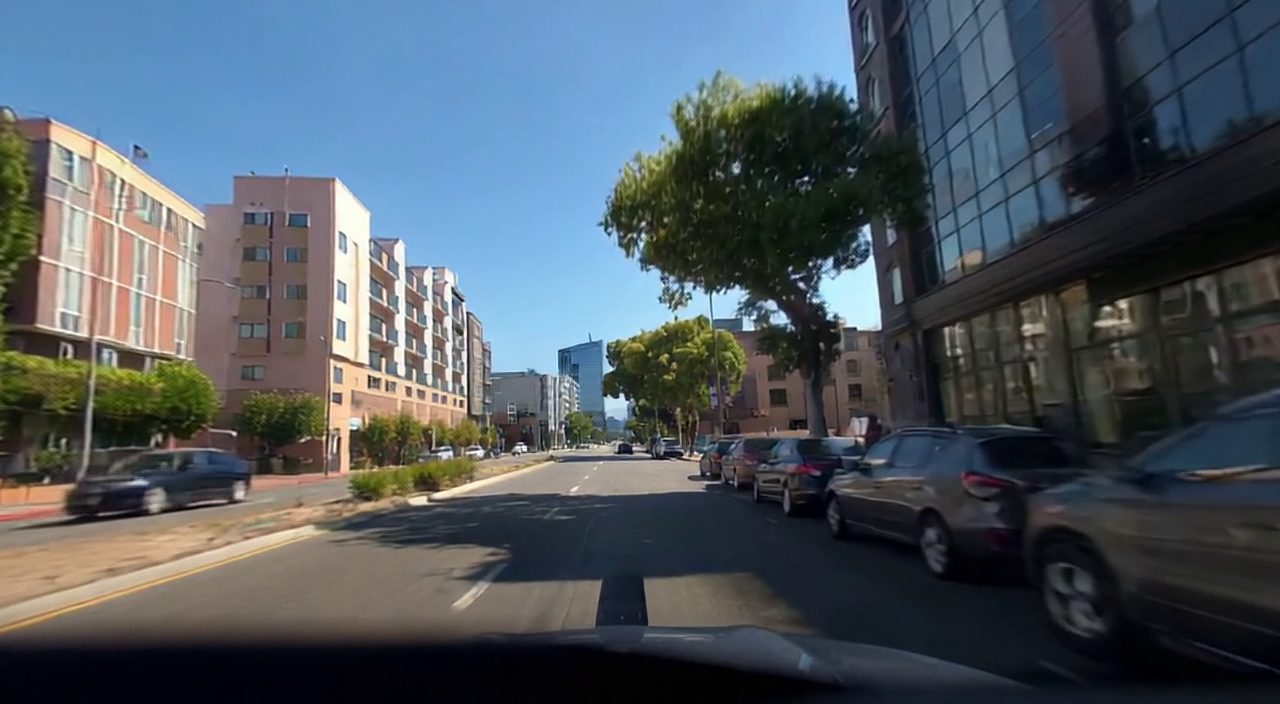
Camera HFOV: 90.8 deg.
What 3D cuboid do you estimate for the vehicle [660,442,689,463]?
[{"bbox_3d":[2.555,7.613,47.915,1.924,1.492,4.587,0,-8,0],"label":"vehicle"}]

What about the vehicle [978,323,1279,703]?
[{"bbox_3d":[3.907,0.755,2.405,2.129,1.853,5.275,1,-8,-3],"label":"vehicle"}]

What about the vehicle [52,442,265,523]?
[{"bbox_3d":[-11.497,3.079,15.575,1.950,1.629,4.333,-2,-8,-2],"label":"vehicle"}]
